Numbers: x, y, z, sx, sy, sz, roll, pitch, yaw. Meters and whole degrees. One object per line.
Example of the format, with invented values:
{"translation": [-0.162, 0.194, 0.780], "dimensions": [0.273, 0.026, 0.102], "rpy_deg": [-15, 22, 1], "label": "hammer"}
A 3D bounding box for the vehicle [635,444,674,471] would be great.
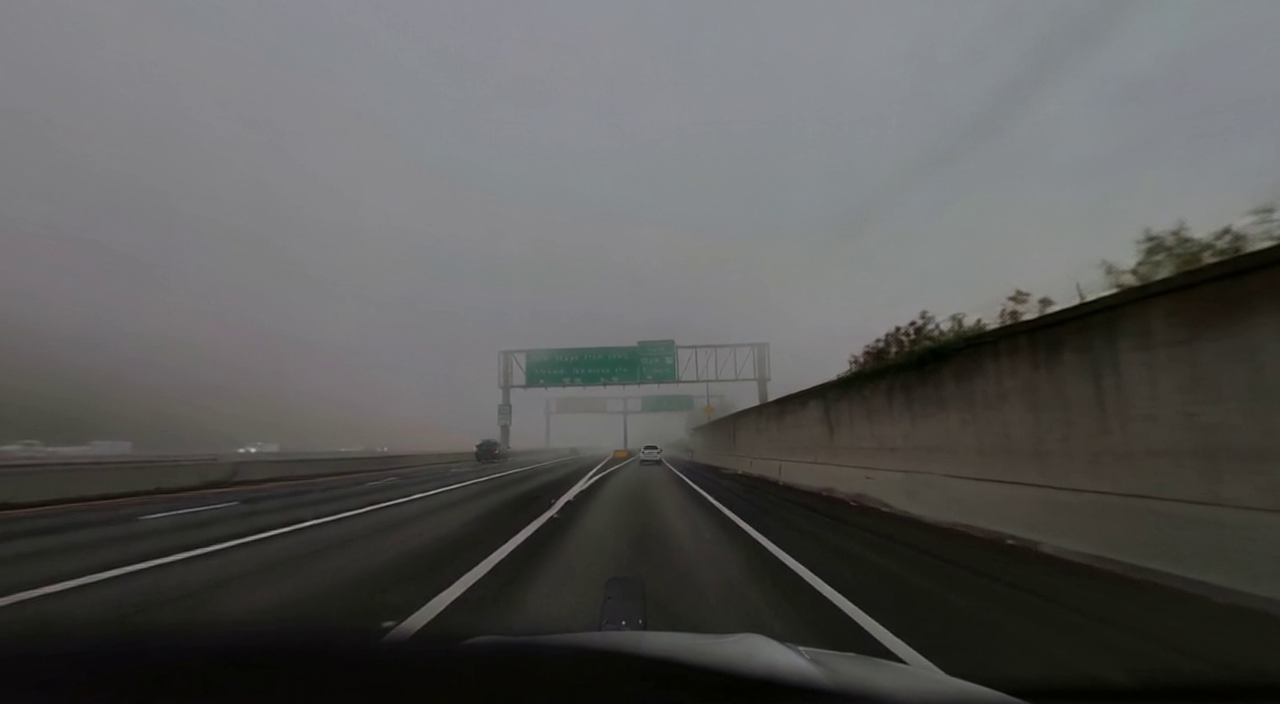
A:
{"translation": [0.777, 6.037, 36.444], "dimensions": [2.137, 1.461, 3.999], "rpy_deg": [0, -8, 0], "label": "vehicle"}
